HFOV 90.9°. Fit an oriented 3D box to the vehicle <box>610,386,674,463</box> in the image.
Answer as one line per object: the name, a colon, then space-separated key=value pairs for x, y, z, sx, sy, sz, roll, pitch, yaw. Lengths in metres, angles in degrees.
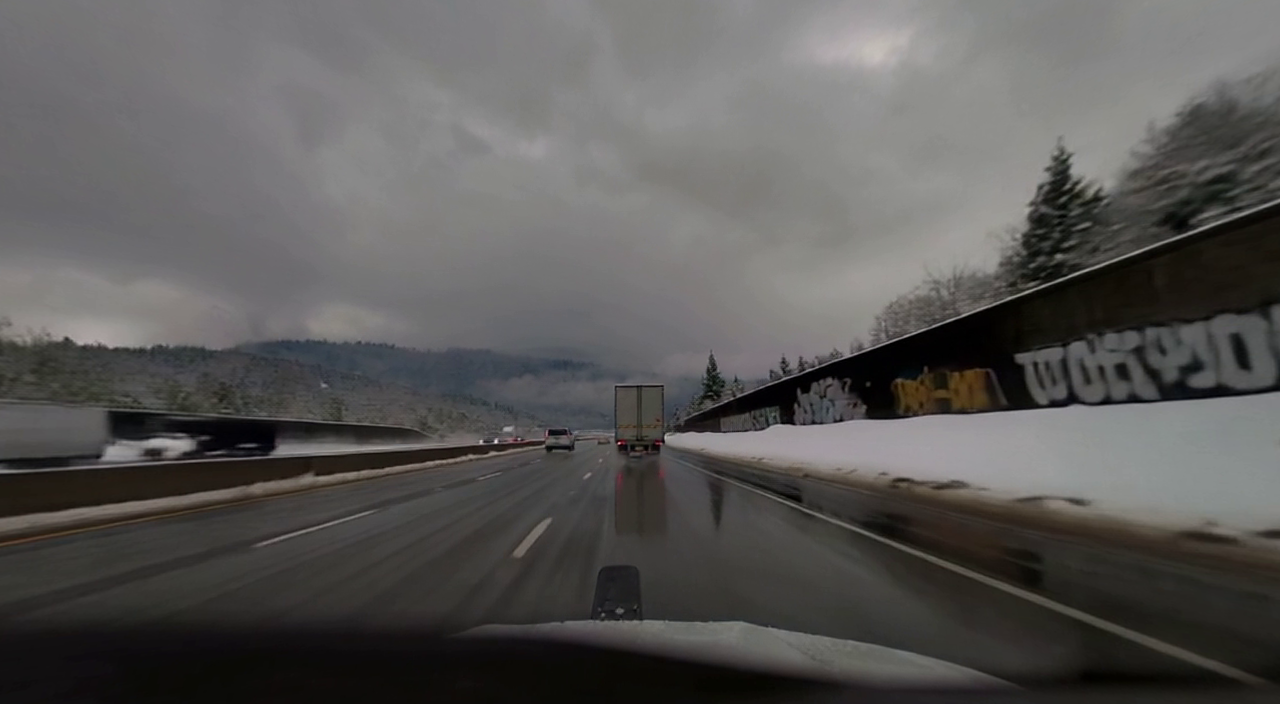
vehicle: x=-0.143 y=4.300 z=36.529 sx=2.921 sy=3.765 sz=10.773 roll=1 pitch=-8 yaw=-4

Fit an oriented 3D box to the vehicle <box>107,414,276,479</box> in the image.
vehicle: x=-18.700 y=3.988 z=26.961 sx=2.295 sy=2.413 sz=6.880 roll=0 pitch=-8 yaw=-2
